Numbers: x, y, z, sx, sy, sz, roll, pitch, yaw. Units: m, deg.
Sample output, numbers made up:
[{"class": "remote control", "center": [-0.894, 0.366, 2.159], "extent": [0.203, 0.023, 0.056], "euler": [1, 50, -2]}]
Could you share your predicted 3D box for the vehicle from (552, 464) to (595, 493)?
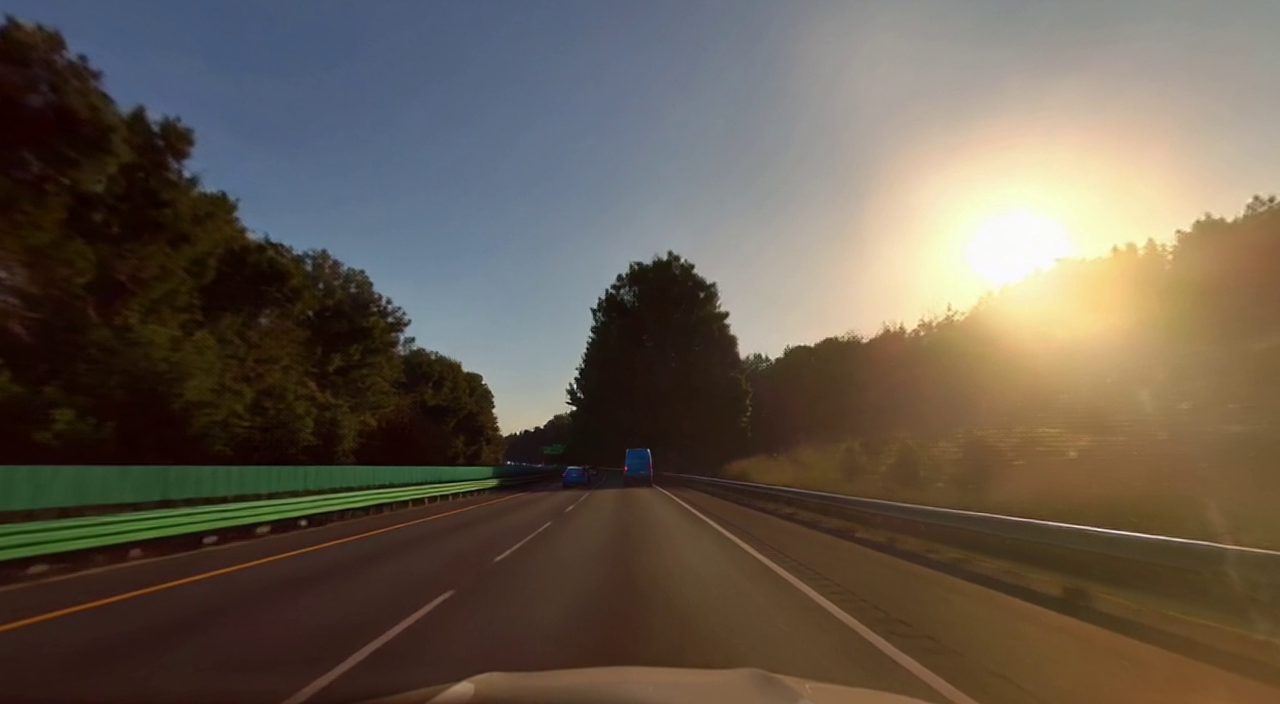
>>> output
[{"class": "vehicle", "center": [-3.725, 7.185, 35.853], "extent": [2.038, 1.490, 4.391], "euler": [1, -11, -1]}]
